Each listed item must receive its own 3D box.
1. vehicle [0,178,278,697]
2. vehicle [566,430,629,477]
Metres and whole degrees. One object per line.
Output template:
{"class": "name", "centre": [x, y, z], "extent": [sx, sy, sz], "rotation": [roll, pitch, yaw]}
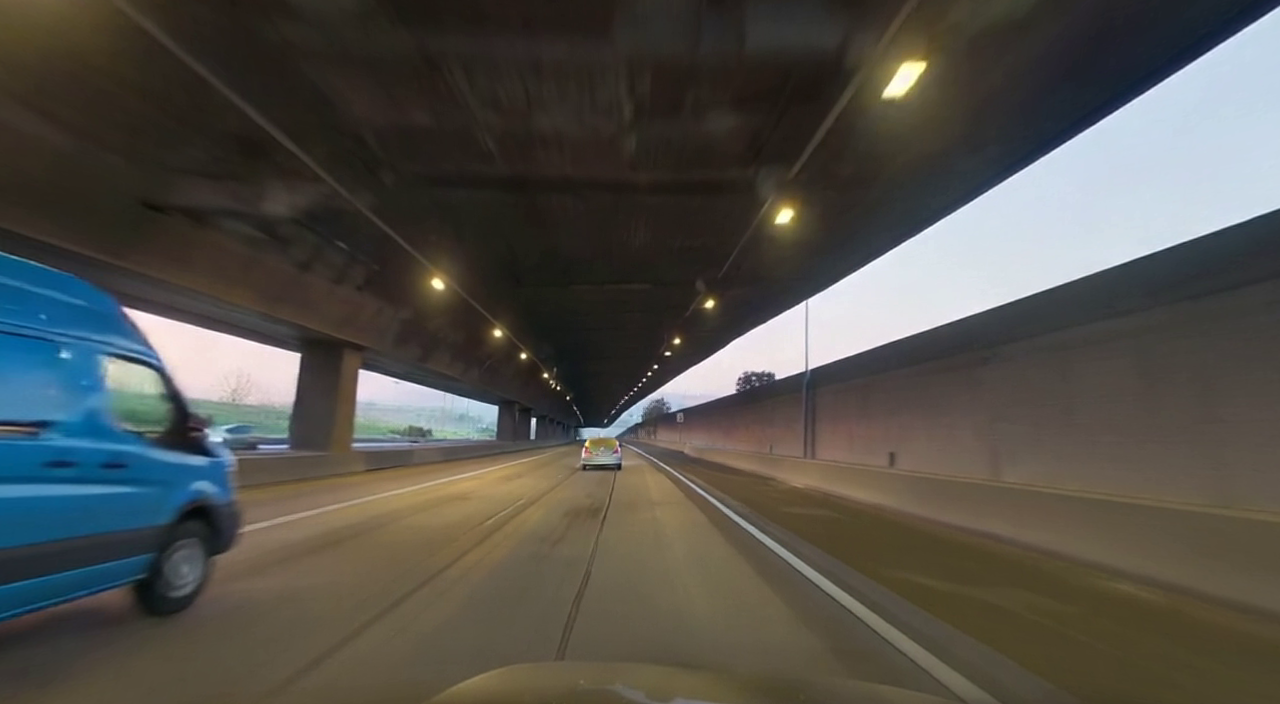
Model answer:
{"class": "vehicle", "centre": [-4.259, 0.352, 2.547], "extent": [2.404, 2.459, 5.229], "rotation": [0, -8, 0]}
{"class": "vehicle", "centre": [-1.448, 3.649, 22.985], "extent": [2.095, 1.553, 4.069], "rotation": [0, -8, -1]}
